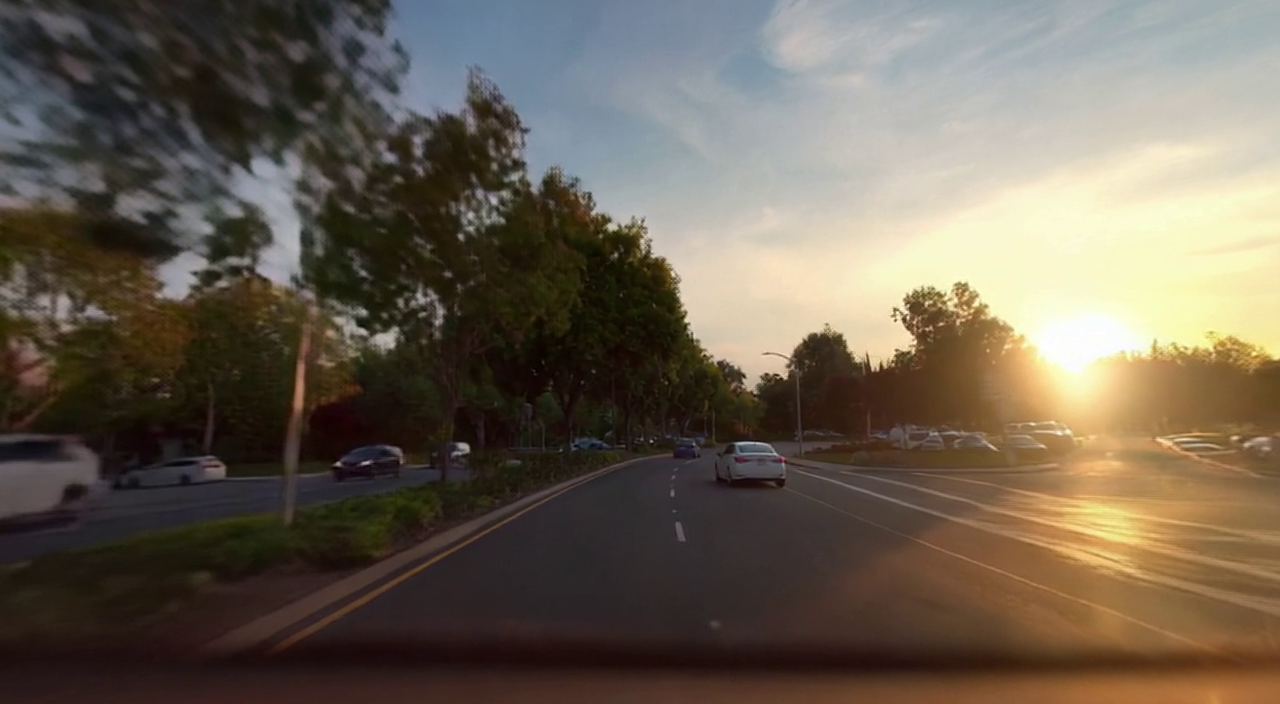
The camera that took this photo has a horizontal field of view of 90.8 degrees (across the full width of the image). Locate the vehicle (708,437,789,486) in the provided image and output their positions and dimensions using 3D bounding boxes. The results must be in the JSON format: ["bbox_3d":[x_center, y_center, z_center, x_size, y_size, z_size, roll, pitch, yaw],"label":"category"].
[{"bbox_3d":[3.641,3.767,22.100,2.132,1.497,4.827,-1,-8,2],"label":"vehicle"}]

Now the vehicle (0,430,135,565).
[{"bbox_3d":[-9.119,1.824,7.832,2.045,1.689,4.545,0,-8,-2],"label":"vehicle"}]

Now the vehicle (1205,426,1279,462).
[{"bbox_3d":[31.411,4.551,31.244,4.622,1.719,1.950,-4,-9,25],"label":"vehicle"}]

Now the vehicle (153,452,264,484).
[{"bbox_3d":[-22.016,5.920,32.328,4.389,1.518,1.930,-1,-9,6],"label":"vehicle"}]

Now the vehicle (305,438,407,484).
[{"bbox_3d":[-11.747,4.524,26.524,1.951,1.731,4.440,-1,-9,4],"label":"vehicle"}]

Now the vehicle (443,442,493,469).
[{"bbox_3d":[-11.591,6.982,42.856,1.778,1.647,4.072,-2,-8,9],"label":"vehicle"}]

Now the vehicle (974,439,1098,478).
[{"bbox_3d":[17.885,4.855,28.794,4.512,1.561,1.846,-7,-11,29],"label":"vehicle"}]

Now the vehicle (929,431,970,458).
[{"bbox_3d":[22.567,6.779,46.165,2.406,1.847,5.320,-4,-9,25],"label":"vehicle"}]
